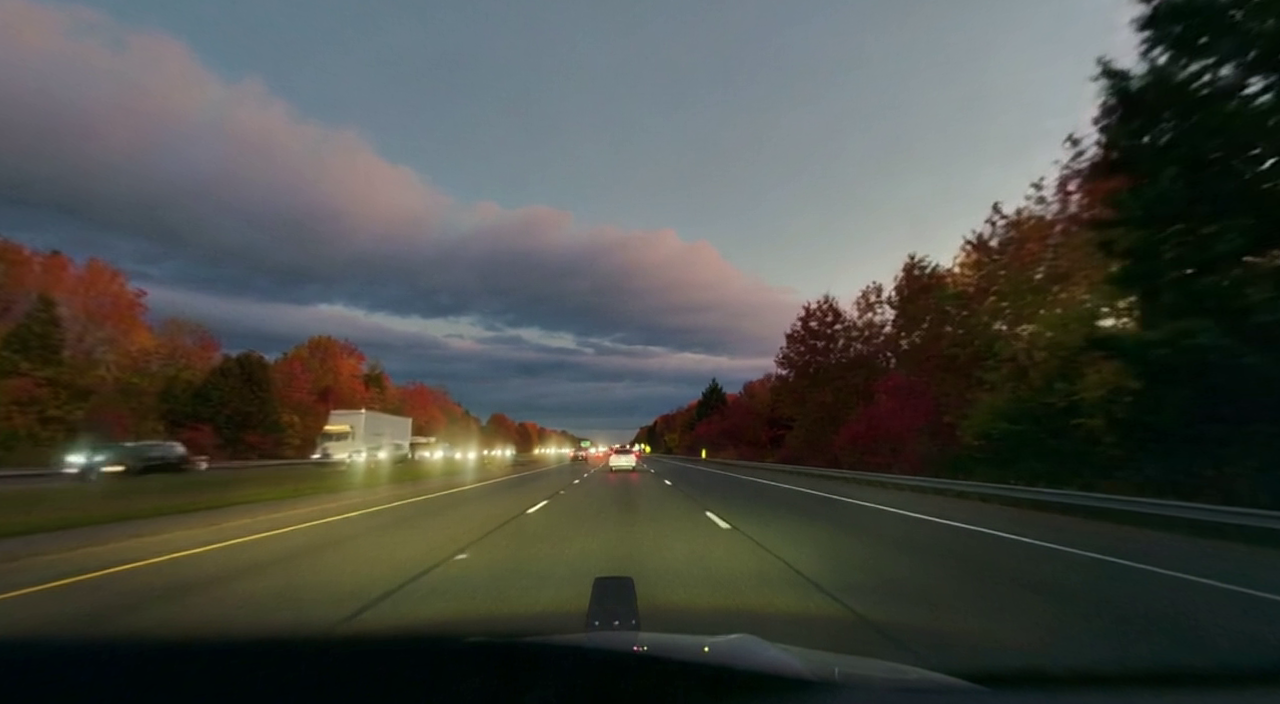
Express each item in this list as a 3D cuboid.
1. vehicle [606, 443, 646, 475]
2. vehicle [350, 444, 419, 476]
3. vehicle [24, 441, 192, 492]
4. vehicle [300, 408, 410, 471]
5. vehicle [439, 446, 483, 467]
[{"bbox_3d":[-0.781,5.983,35.196,2.115,1.661,4.049,0,-9,-2],"label":"vehicle"},{"bbox_3d":[-12.876,5.453,31.883,1.881,1.507,3.991,0,-9,-1],"label":"vehicle"},{"bbox_3d":[-17.811,3.833,21.337,1.850,1.509,4.482,0,-9,-1],"label":"vehicle"},{"bbox_3d":[-18.670,5.943,42.102,2.988,3.698,10.089,0,-9,-2],"label":"vehicle"},{"bbox_3d":[-13.428,7.869,47.279,1.946,1.512,4.747,0,-9,-1],"label":"vehicle"}]
